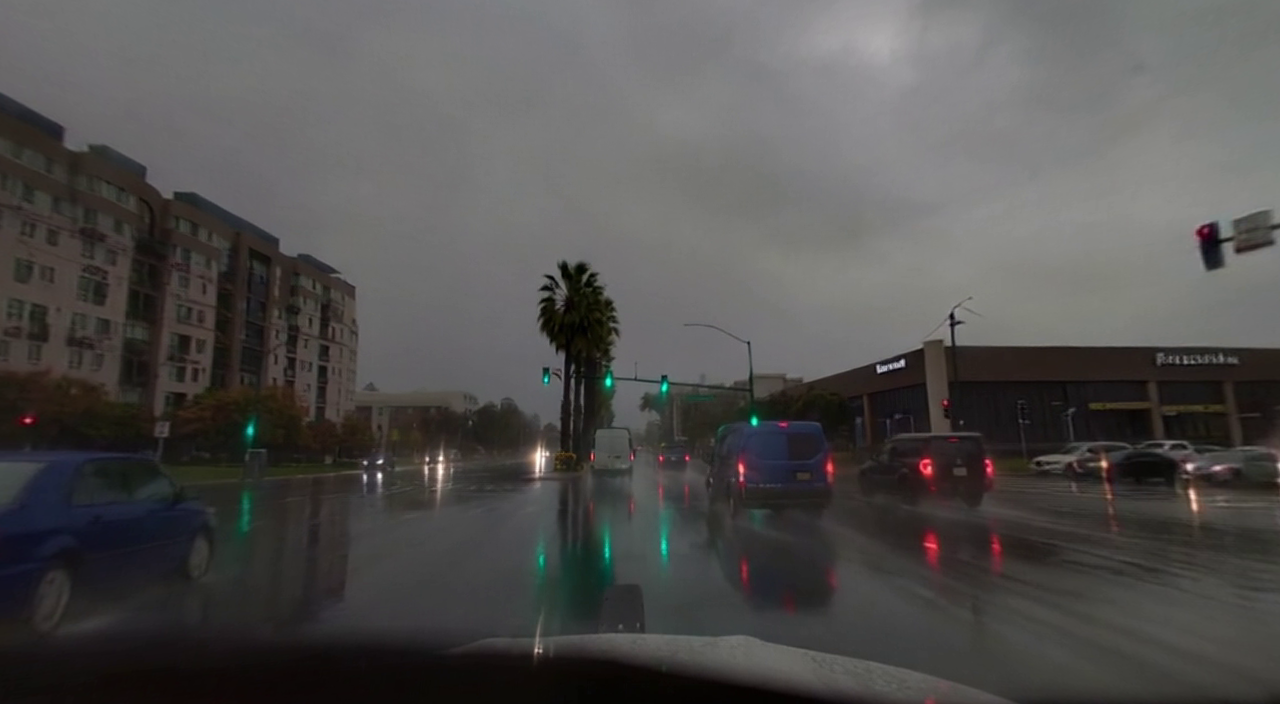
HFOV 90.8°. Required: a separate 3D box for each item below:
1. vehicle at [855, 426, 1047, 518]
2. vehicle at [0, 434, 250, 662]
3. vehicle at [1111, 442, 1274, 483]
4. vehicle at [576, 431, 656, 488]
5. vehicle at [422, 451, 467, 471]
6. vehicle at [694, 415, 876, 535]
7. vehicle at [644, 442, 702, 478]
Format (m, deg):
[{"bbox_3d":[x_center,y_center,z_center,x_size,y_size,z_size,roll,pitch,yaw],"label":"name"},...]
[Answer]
[{"bbox_3d":[6.898,2.701,14.727,2.023,1.771,4.488,0,-9,-2],"label":"vehicle"},{"bbox_3d":[-5.515,1.506,5.720,1.997,1.430,4.655,2,-9,-14],"label":"vehicle"},{"bbox_3d":[20.752,4.167,23.844,4.412,1.441,2.181,2,-10,-8],"label":"vehicle"},{"bbox_3d":[-0.964,4.274,25.454,2.848,1.991,5.706,0,-9,-2],"label":"vehicle"},{"bbox_3d":[-15.107,8.417,49.038,2.067,1.435,4.558,0,-8,-1],"label":"vehicle"},{"bbox_3d":[2.461,2.255,12.212,2.200,1.847,4.618,0,-9,-3],"label":"vehicle"},{"bbox_3d":[1.638,5.671,33.489,2.462,1.736,4.899,0,-9,-4],"label":"vehicle"}]
